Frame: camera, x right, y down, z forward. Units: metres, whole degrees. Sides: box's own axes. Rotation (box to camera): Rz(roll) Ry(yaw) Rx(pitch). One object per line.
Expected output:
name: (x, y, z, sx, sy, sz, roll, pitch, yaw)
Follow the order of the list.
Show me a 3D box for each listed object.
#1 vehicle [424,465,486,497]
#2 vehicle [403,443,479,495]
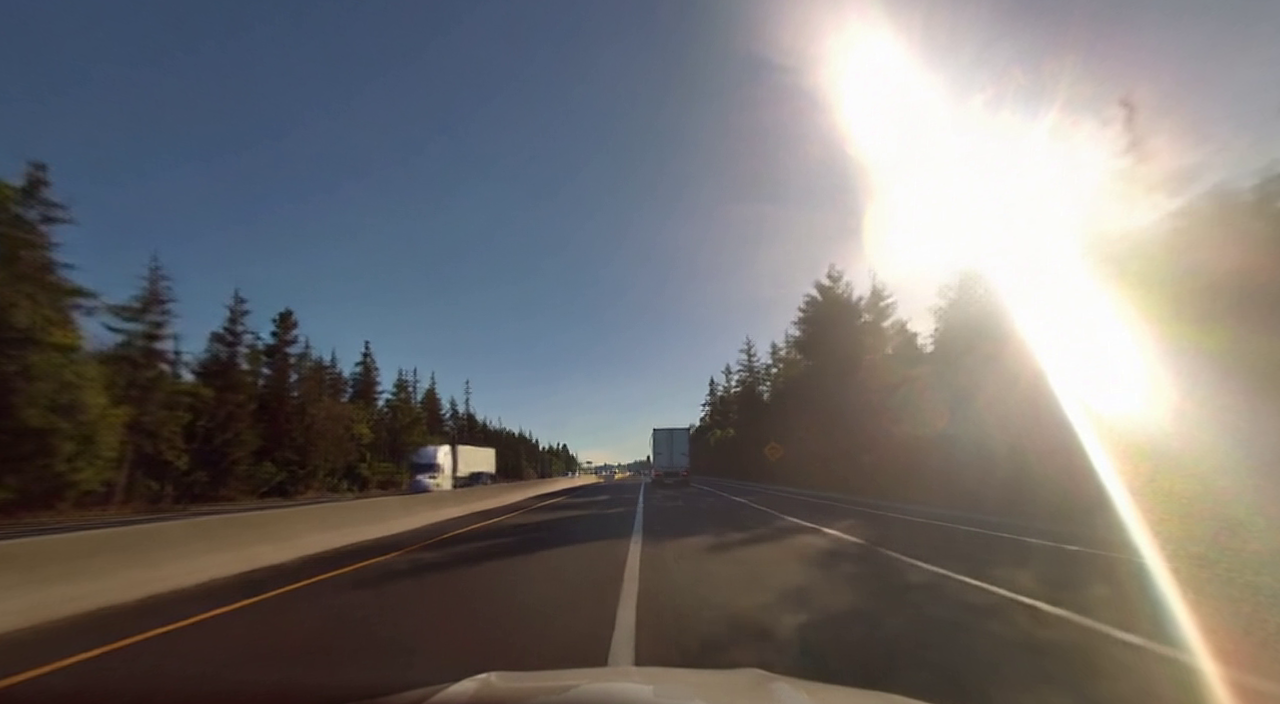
vehicle: (-9.510, 6.653, 32.732, 1.910, 1.539, 4.131, 0, -10, 1)
vehicle: (-13.545, 8.077, 43.702, 2.739, 3.258, 7.223, 0, -10, 1)
